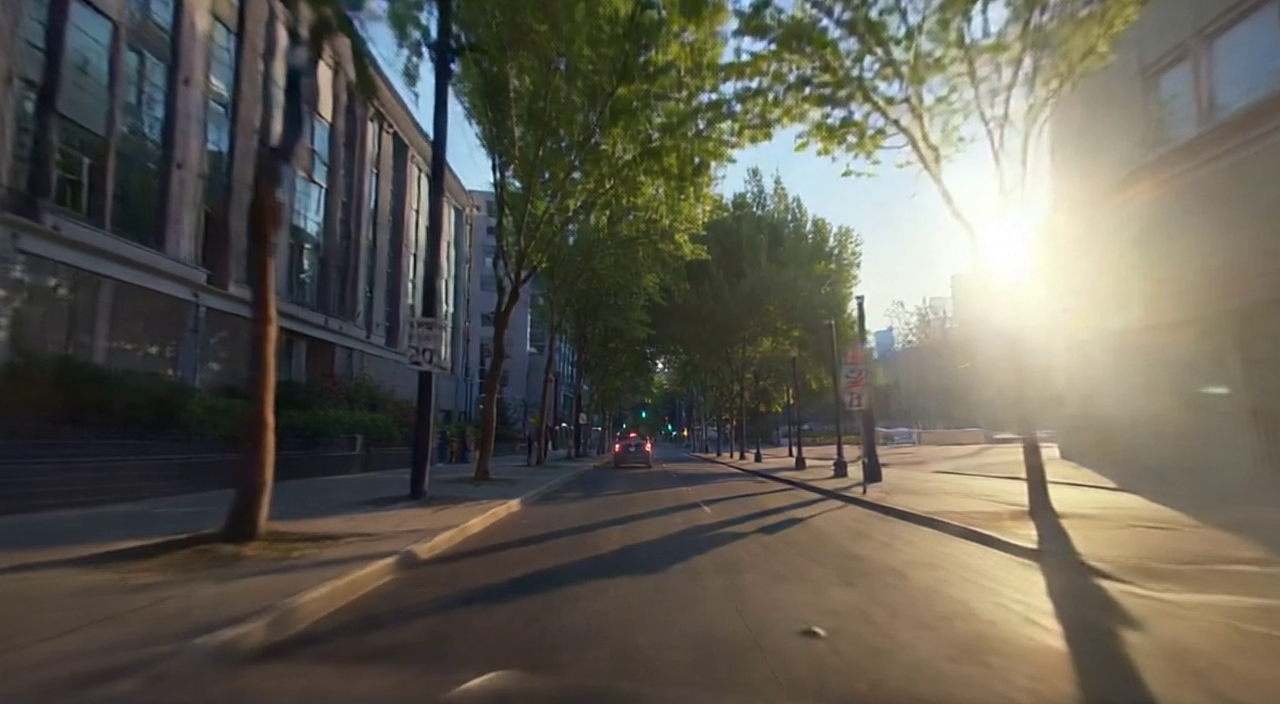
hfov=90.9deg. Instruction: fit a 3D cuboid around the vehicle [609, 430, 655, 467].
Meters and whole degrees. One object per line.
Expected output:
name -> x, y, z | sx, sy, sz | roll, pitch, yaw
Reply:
vehicle -> -0.378, 4.593, 29.961 | 2.079, 1.621, 3.861 | 0, -8, -1
